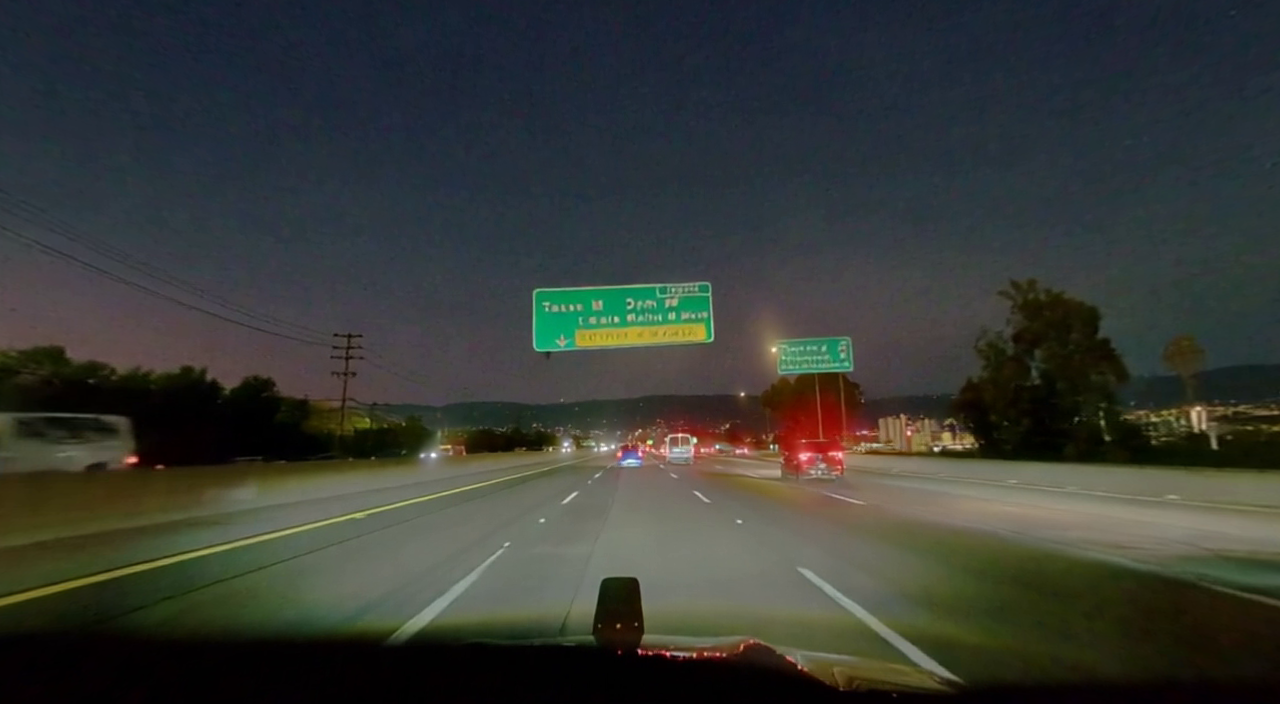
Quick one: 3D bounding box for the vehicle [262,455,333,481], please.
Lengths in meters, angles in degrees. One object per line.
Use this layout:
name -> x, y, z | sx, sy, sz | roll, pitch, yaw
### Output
vehicle -> -21.527, 7.273, 39.931 | 1.978, 1.487, 4.529 | 0, -9, -1

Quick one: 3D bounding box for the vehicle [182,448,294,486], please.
vehicle -> -17.777, 5.080, 28.258 | 1.982, 1.568, 4.576 | 0, -9, 0

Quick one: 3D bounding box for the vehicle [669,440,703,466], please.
vehicle -> 3.330, 7.470, 46.890 | 2.036, 1.796, 4.470 | 0, -9, -2

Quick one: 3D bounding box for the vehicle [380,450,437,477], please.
vehicle -> -13.757, 6.631, 37.806 | 1.848, 1.457, 4.283 | 0, -9, 0

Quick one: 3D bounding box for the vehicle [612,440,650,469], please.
vehicle -> -0.563, 6.639, 41.064 | 2.325, 1.712, 4.592 | 0, -9, -1
